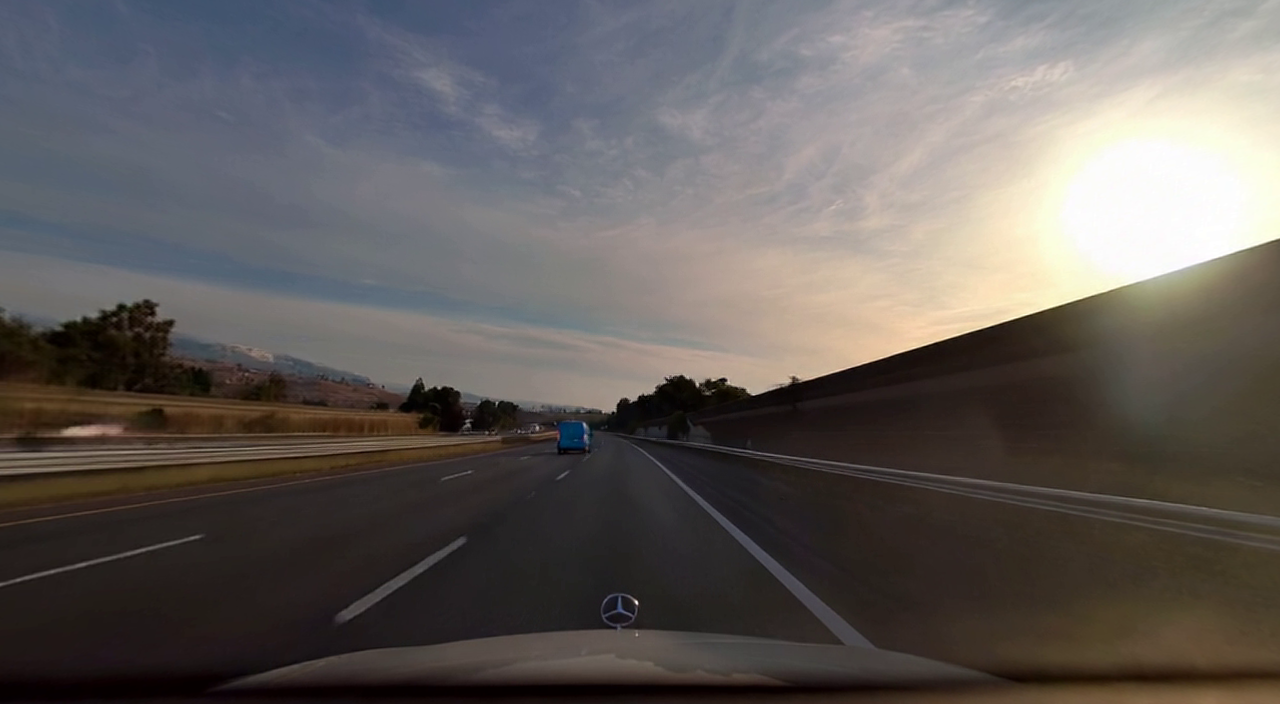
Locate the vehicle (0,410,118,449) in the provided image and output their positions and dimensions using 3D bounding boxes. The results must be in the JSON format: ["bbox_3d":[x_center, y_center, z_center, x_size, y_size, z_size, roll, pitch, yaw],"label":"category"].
[{"bbox_3d":[-25.472,3.392,27.250,1.833,1.550,4.500,0,-8,-1],"label":"vehicle"}]

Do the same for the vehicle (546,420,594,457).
[{"bbox_3d":[-4.190,5.271,38.378,2.309,2.053,4.884,0,-8,1],"label":"vehicle"}]
